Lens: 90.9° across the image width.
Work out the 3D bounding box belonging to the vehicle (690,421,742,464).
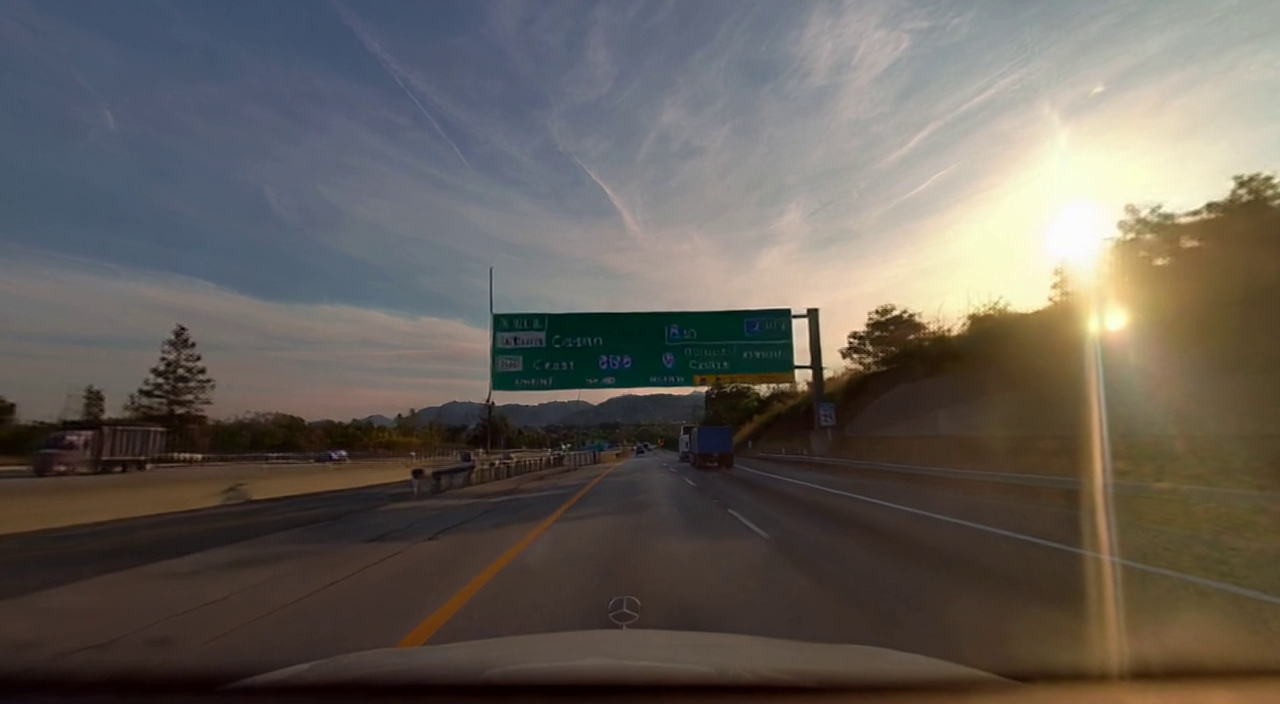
[{"bbox_3d":[4.641,5.728,39.760,2.430,2.495,6.062,0,-8,-1],"label":"vehicle"}]
